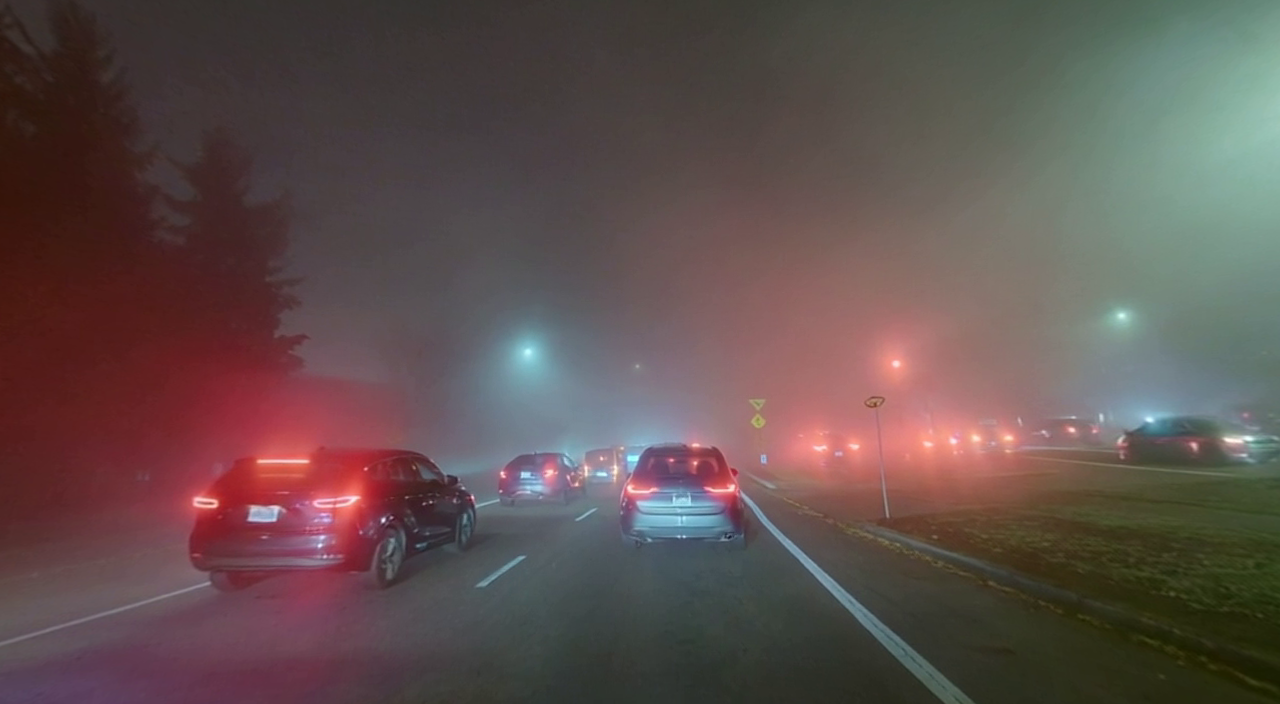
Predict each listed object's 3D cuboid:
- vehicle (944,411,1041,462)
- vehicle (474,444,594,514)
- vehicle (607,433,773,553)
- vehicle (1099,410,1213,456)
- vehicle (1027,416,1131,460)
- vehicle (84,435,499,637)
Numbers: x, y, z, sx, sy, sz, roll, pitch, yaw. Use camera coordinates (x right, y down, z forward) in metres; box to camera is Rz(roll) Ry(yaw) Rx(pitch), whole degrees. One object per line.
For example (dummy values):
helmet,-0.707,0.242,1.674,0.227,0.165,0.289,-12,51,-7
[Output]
vehicle,14.700,3.610,26.606,2.288,1.933,4.612,-2,-9,13
vehicle,-2.464,3.066,15.798,1.870,1.490,4.187,-1,-9,6
vehicle,0.768,2.147,10.309,2.142,1.528,4.133,-1,-9,4
vehicle,20.697,3.298,25.489,1.902,1.529,3.937,-7,-9,13
vehicle,18.090,3.585,26.188,1.803,1.518,3.893,-6,-9,8
vehicle,-3.162,1.724,6.980,1.940,1.502,4.241,-1,-9,4
